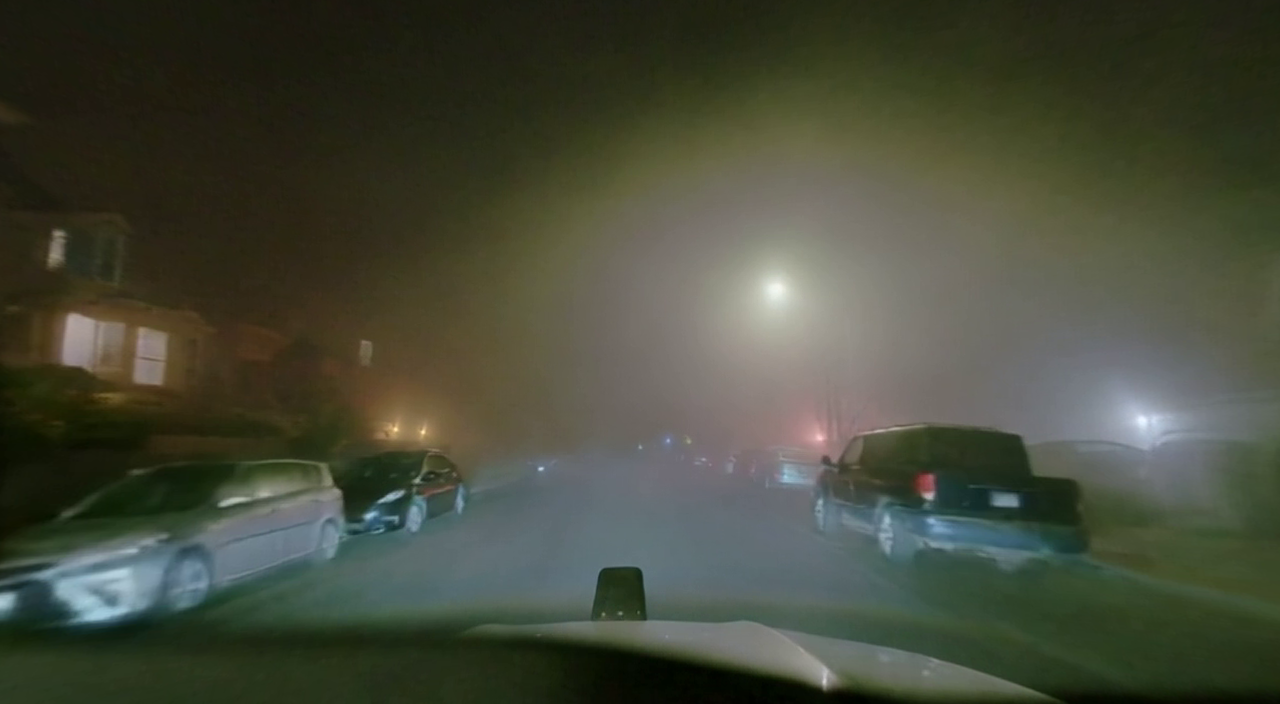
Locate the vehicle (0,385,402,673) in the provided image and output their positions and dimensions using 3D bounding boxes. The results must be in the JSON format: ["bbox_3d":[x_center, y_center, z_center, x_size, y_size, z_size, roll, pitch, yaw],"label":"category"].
[{"bbox_3d":[-4.748,1.630,7.103,2.094,1.927,5.573,1,-9,-2],"label":"vehicle"}]

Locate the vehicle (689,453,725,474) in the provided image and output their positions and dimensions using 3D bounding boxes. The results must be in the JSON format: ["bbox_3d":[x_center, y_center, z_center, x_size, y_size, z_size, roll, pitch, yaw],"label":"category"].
[{"bbox_3d":[4.784,8.045,45.648,1.847,1.448,4.162,0,-9,-3],"label":"vehicle"}]

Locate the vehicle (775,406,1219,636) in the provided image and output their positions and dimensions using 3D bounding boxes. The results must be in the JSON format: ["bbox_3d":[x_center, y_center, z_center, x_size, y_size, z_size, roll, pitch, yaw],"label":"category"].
[{"bbox_3d":[3.720,1.860,8.395,2.415,1.963,5.688,0,-8,-2],"label":"vehicle"}]

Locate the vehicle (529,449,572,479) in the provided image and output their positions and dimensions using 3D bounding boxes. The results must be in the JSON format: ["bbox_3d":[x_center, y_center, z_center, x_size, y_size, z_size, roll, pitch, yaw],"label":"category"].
[{"bbox_3d":[-4.972,6.258,35.507,1.983,1.579,3.879,1,-9,-2],"label":"vehicle"}]
